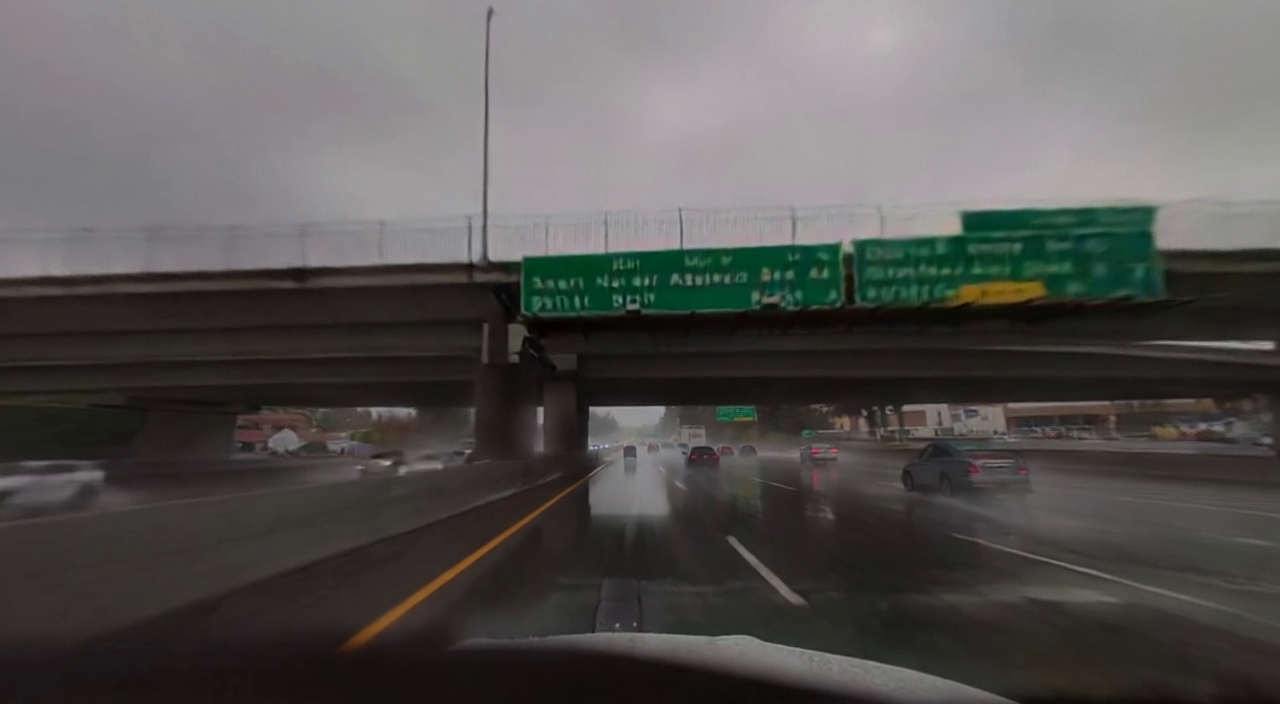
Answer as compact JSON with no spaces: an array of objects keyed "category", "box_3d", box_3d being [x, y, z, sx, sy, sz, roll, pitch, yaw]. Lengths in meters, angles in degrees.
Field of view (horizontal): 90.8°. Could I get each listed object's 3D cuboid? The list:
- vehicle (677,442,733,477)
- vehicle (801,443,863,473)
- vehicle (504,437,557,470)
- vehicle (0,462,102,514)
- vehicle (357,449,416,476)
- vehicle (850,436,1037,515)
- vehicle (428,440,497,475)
[{"category":"vehicle","box_3d":[2.968,5.024,29.854,1.993,1.507,4.594,0,-8,-2]},{"category":"vehicle","box_3d":[10.005,5.524,33.226,1.838,1.440,4.121,0,-8,-2]},{"category":"vehicle","box_3d":[-6.711,6.297,39.418,2.218,1.829,5.584,0,-8,1]},{"category":"vehicle","box_3d":[-20.625,4.396,20.552,2.057,1.475,4.785,0,-8,0]},{"category":"vehicle","box_3d":[-16.952,7.407,42.522,2.078,1.637,4.517,0,-8,0]},{"category":"vehicle","box_3d":[6.600,2.710,14.457,1.952,1.489,4.483,0,-8,-2]},{"category":"vehicle","box_3d":[-10.178,6.088,36.754,2.274,1.881,5.749,0,-8,1]}]
